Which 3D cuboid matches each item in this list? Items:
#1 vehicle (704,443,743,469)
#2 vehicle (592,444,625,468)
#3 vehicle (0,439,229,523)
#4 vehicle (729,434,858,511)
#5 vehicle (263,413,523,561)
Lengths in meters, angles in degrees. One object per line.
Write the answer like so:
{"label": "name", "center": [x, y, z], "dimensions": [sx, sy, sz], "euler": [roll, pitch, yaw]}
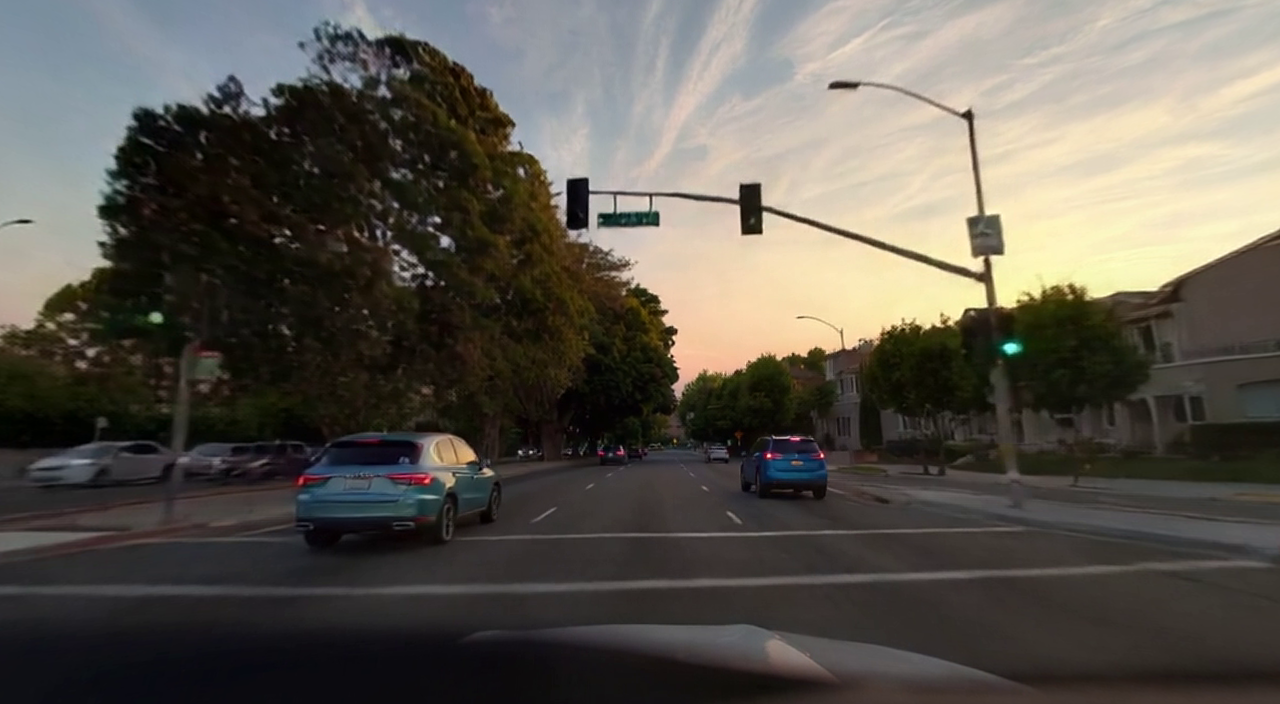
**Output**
{"label": "vehicle", "center": [5.656, 7.125, 43.403], "dimensions": [2.169, 1.669, 4.037], "euler": [0, -8, 1]}
{"label": "vehicle", "center": [-2.148, 7.240, 44.354], "dimensions": [1.988, 1.569, 4.202], "euler": [0, -8, 2]}
{"label": "vehicle", "center": [-11.741, 2.746, 14.191], "dimensions": [2.006, 1.492, 4.672], "euler": [-2, -8, -2]}
{"label": "vehicle", "center": [3.685, 2.959, 16.087], "dimensions": [2.132, 1.659, 4.387], "euler": [0, -8, -1]}
{"label": "vehicle", "center": [-3.290, 1.901, 9.682], "dimensions": [2.045, 1.688, 4.632], "euler": [0, -8, 1]}
